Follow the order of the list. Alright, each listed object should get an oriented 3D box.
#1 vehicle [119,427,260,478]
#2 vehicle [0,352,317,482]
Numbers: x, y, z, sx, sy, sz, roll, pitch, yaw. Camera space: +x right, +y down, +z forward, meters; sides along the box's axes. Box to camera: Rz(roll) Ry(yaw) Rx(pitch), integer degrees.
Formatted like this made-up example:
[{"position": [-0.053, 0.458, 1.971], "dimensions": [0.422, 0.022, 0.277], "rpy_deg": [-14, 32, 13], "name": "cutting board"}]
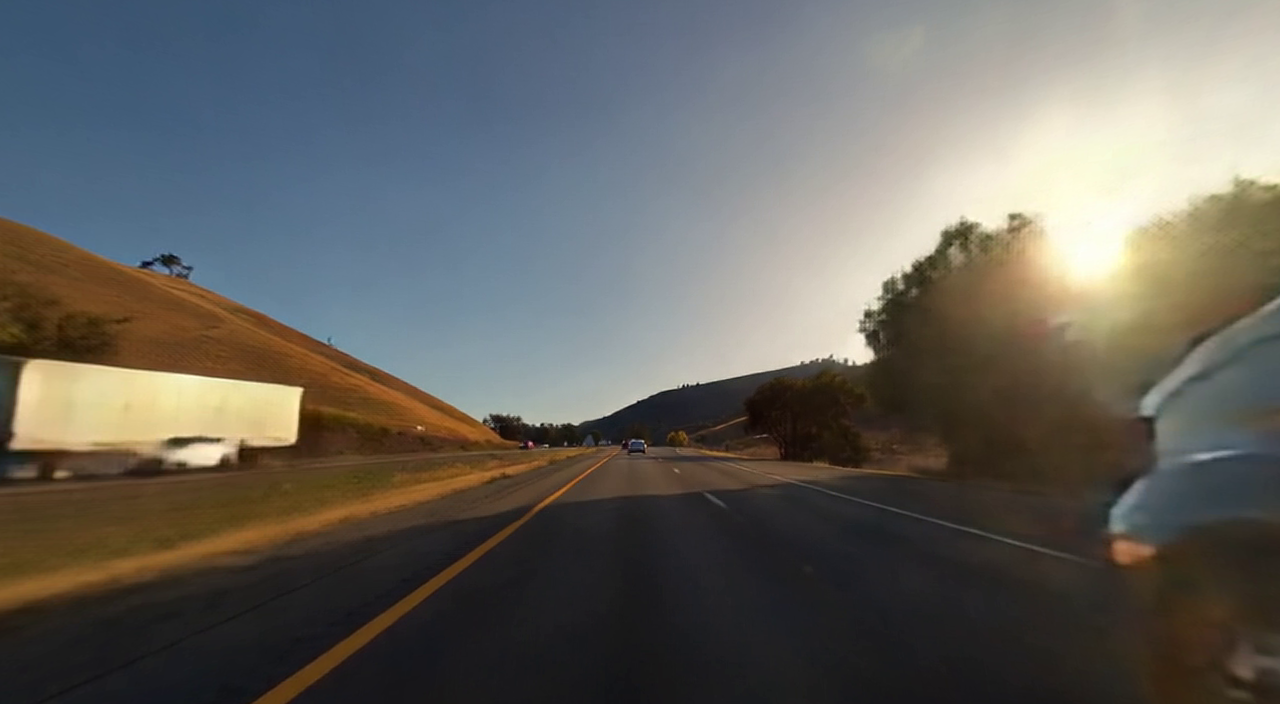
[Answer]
[{"position": [-17.665, 3.973, 25.123], "dimensions": [2.252, 1.812, 4.496], "rpy_deg": [0, -8, 0], "name": "vehicle"}, {"position": [-21.477, 3.461, 30.122], "dimensions": [3.186, 4.432, 17.210], "rpy_deg": [0, -9, 0], "name": "vehicle"}]
